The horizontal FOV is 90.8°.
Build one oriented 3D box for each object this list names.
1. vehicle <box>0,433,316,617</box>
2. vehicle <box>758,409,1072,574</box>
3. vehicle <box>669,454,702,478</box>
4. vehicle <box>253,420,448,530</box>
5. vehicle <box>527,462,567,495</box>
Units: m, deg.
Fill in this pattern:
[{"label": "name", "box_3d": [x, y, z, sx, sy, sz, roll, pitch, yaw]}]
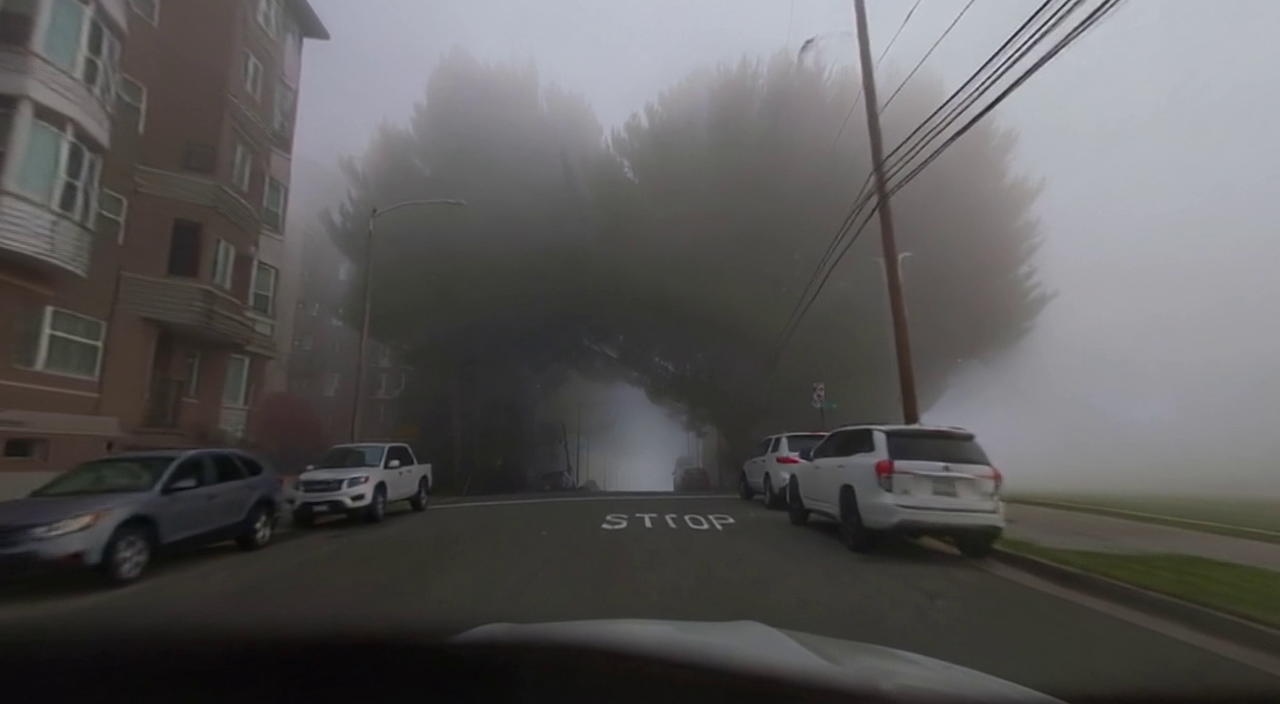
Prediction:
[{"label": "vehicle", "box_3d": [-6.295, 1.927, 8.003, 2.069, 1.647, 4.359, -2, -8, 0]}, {"label": "vehicle", "box_3d": [3.337, 1.800, 8.984, 2.154, 1.699, 4.591, 0, -8, -4]}, {"label": "vehicle", "box_3d": [3.376, 8.653, 48.001, 2.051, 1.526, 4.673, 0, -7, -2]}, {"label": "vehicle", "box_3d": [-6.117, 2.738, 14.249, 2.076, 1.913, 5.060, -3, -10, -1]}, {"label": "vehicle", "box_3d": [-5.894, 8.030, 40.351, 1.987, 1.662, 4.141, -2, -7, -1]}]
